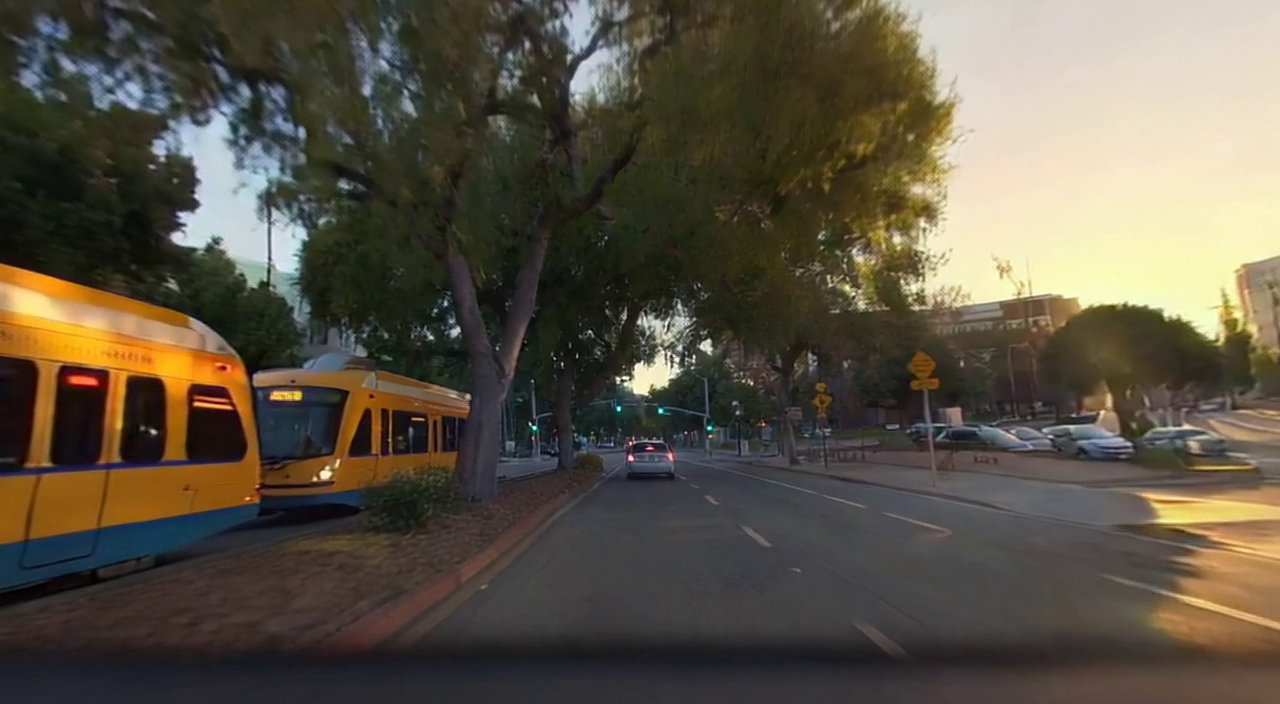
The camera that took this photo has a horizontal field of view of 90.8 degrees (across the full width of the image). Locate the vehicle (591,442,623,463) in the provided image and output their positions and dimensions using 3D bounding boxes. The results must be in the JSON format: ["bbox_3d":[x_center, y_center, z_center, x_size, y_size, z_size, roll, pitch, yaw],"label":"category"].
[{"bbox_3d":[-2.363,7.327,46.150,2.118,1.478,4.076,0,-8,0],"label":"vehicle"}]

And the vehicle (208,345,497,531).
[{"bbox_3d":[-7.510,2.726,19.860,2.891,3.904,13.008,0,-8,0],"label":"vehicle"}]

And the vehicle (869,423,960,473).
[{"bbox_3d":[13.603,4.711,31.791,2.221,2.116,5.535,2,-5,1],"label":"vehicle"}]

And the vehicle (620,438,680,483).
[{"bbox_3d":[0.342,3.954,23.351,2.002,1.471,4.337,0,-8,0],"label":"vehicle"}]

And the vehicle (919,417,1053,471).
[{"bbox_3d":[13.448,3.661,25.099,2.145,1.911,5.581,0,-8,0],"label":"vehicle"}]

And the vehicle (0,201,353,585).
[{"bbox_3d":[-7.657,0.461,6.663,2.897,3.700,13.528,0,-7,0],"label":"vehicle"}]

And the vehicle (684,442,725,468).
[{"bbox_3d":[3.770,6.095,37.667,1.944,1.447,4.392,0,-8,0],"label":"vehicle"}]

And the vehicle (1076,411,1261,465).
[{"bbox_3d":[19.690,3.302,24.031,2.159,1.817,5.675,0,-8,1],"label":"vehicle"}]
